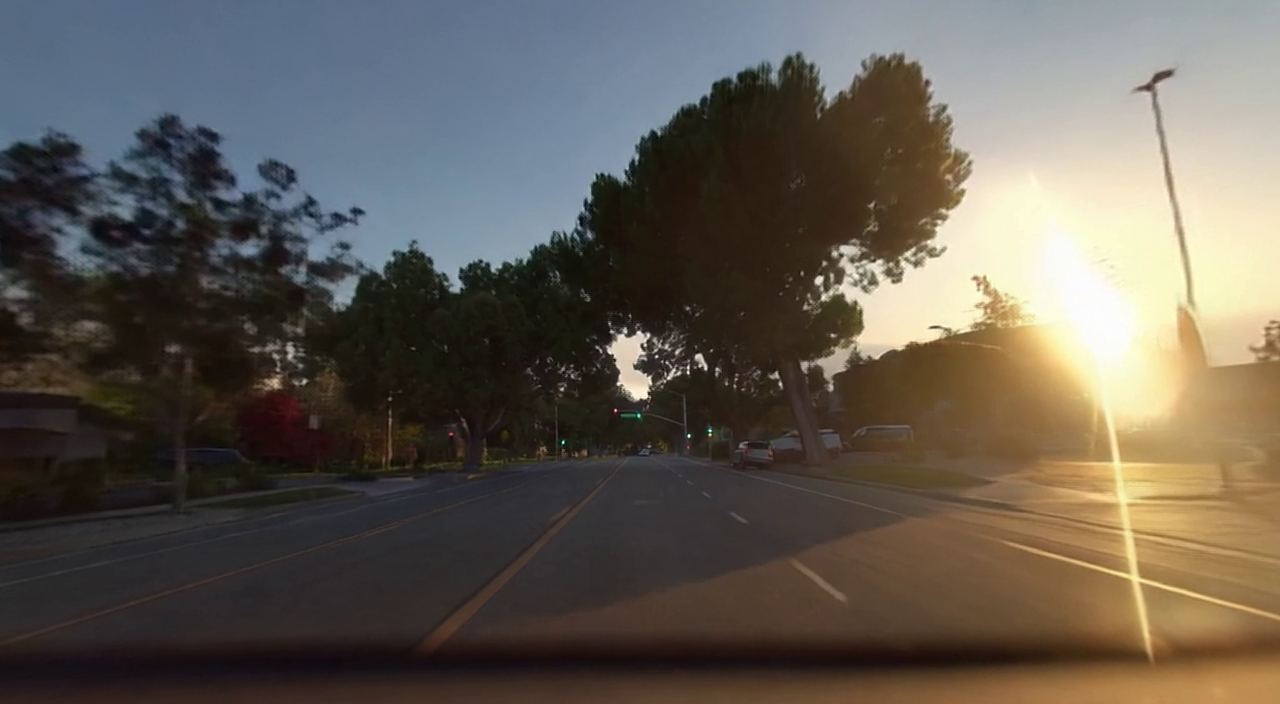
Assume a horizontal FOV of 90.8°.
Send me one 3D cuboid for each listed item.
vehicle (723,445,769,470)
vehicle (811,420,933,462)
[{"bbox_3d":[6.722,6.705,40.398,1.993,1.461,4.269,0,-8,-3],"label":"vehicle"},{"bbox_3d":[17.569,6.813,48.339,8.016,2.965,3.192,-1,-8,2],"label":"vehicle"}]
